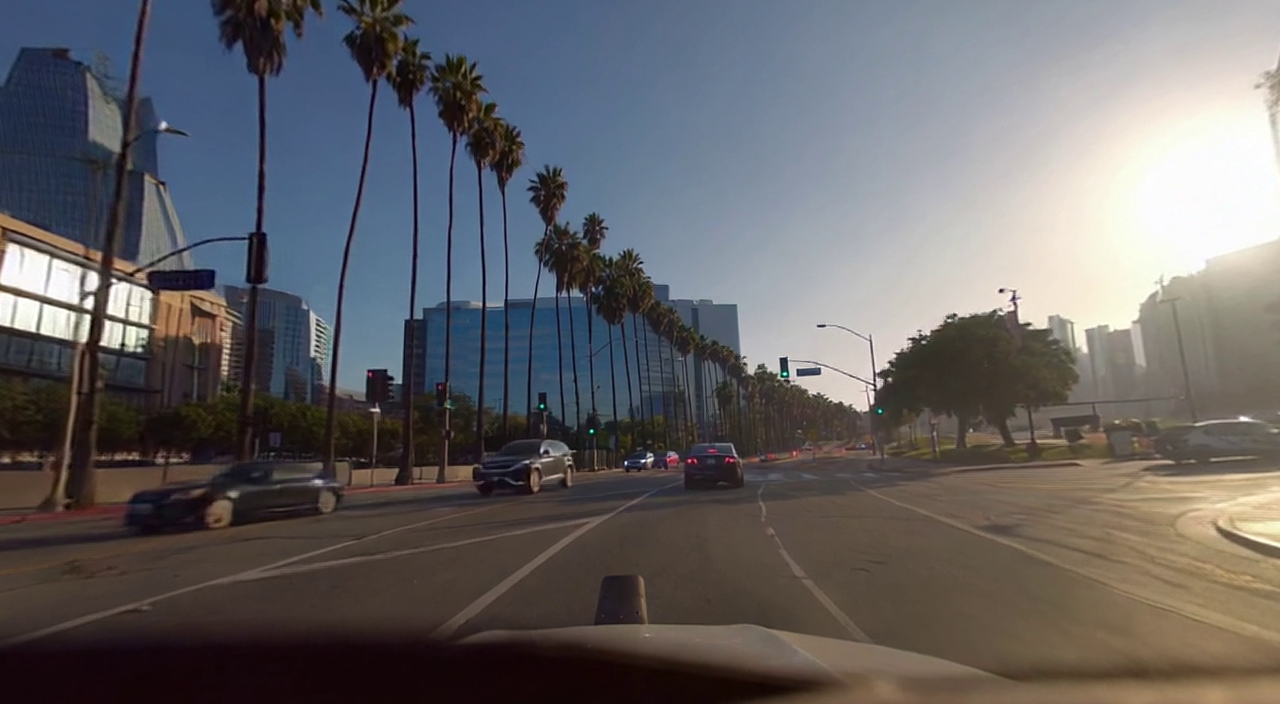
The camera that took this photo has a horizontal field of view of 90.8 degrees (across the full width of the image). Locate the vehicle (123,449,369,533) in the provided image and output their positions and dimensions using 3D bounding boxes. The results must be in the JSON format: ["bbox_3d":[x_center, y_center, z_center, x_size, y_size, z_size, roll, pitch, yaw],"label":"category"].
[{"bbox_3d":[-8.138,2.866,13.729,2.012,1.467,4.592,-1,-9,7],"label":"vehicle"}]

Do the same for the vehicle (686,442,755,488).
[{"bbox_3d":[3.046,4.085,23.210,2.096,1.492,4.071,-2,-9,13],"label":"vehicle"}]

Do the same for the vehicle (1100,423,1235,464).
[{"bbox_3d":[25.583,4.441,30.736,5.049,1.861,2.081,1,-9,-9],"label":"vehicle"}]

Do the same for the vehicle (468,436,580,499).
[{"bbox_3d":[-3.499,3.594,20.089,2.013,1.746,4.366,-2,-9,11],"label":"vehicle"}]
